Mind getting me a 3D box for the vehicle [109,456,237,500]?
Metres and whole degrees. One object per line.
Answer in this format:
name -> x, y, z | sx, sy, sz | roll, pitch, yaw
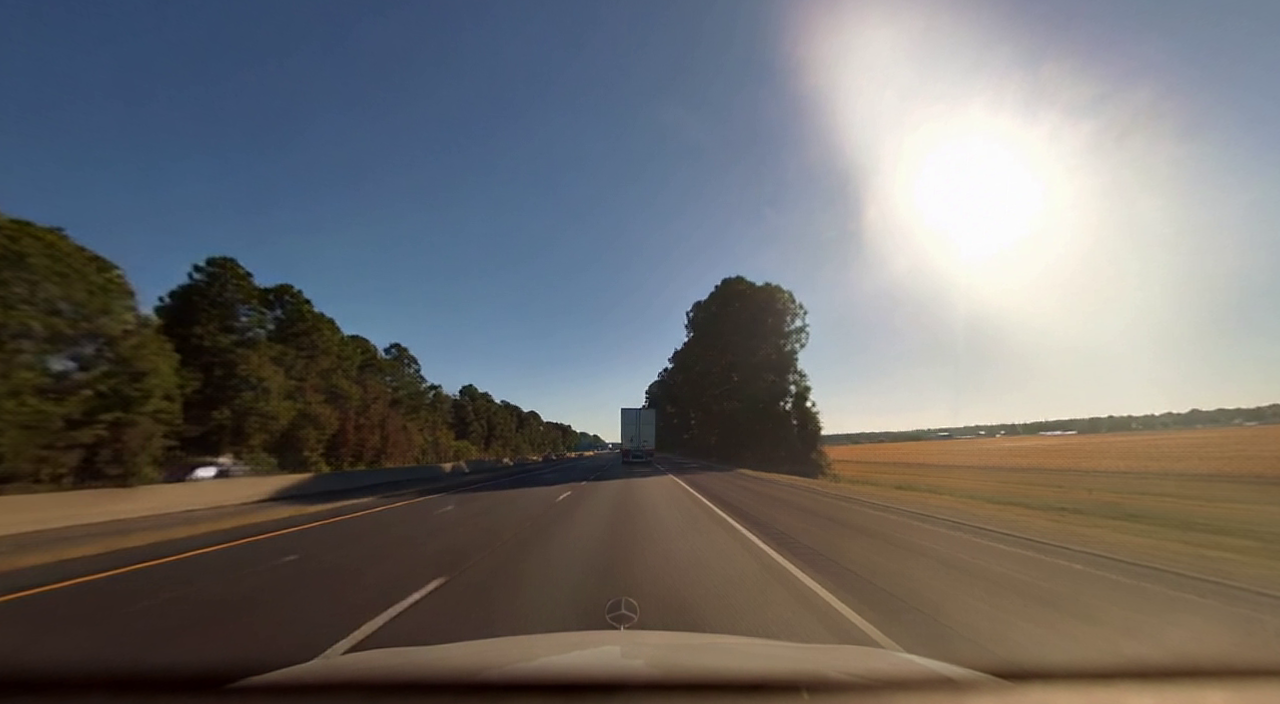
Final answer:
vehicle -> -17.095, 4.595, 23.368 | 1.716, 1.459, 3.920 | 0, -9, 0
